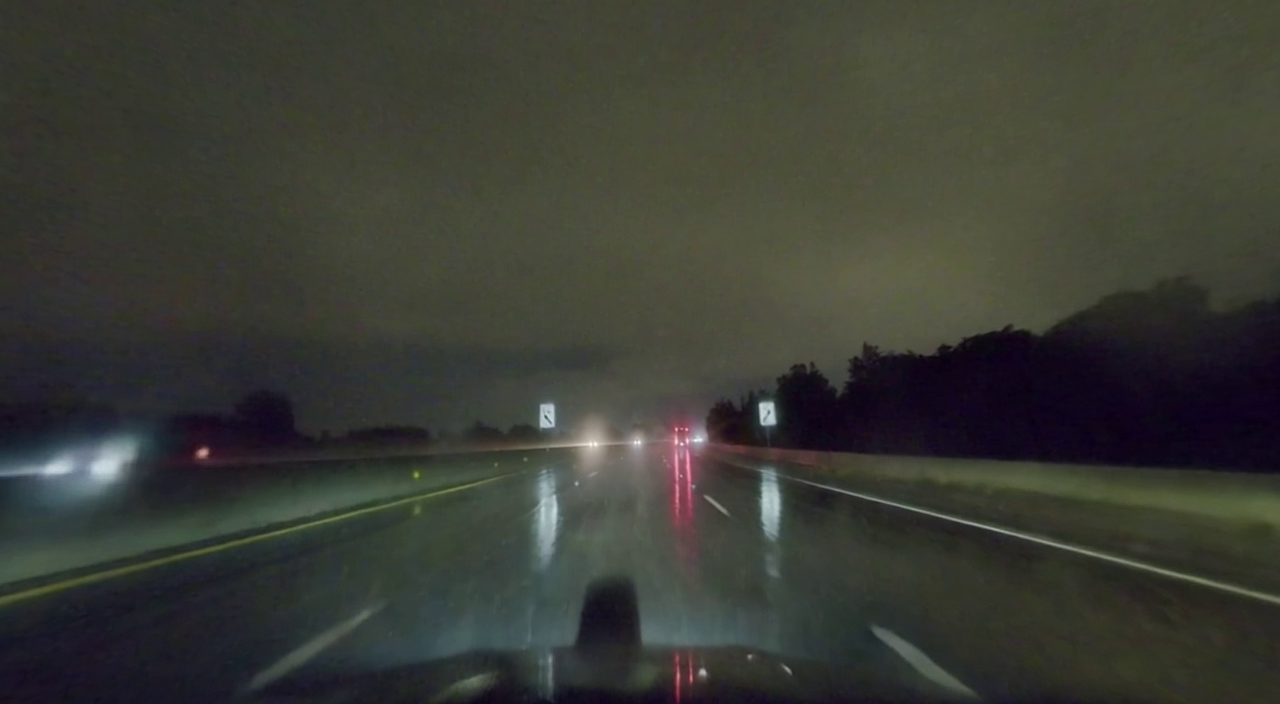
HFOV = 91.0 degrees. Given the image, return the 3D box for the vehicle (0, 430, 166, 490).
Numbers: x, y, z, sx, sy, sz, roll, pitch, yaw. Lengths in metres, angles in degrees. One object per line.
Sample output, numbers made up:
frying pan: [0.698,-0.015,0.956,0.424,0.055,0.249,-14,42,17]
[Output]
vehicle: [-20.853,3.988,23.685,2.075,1.944,4.938,-1,-8,1]
